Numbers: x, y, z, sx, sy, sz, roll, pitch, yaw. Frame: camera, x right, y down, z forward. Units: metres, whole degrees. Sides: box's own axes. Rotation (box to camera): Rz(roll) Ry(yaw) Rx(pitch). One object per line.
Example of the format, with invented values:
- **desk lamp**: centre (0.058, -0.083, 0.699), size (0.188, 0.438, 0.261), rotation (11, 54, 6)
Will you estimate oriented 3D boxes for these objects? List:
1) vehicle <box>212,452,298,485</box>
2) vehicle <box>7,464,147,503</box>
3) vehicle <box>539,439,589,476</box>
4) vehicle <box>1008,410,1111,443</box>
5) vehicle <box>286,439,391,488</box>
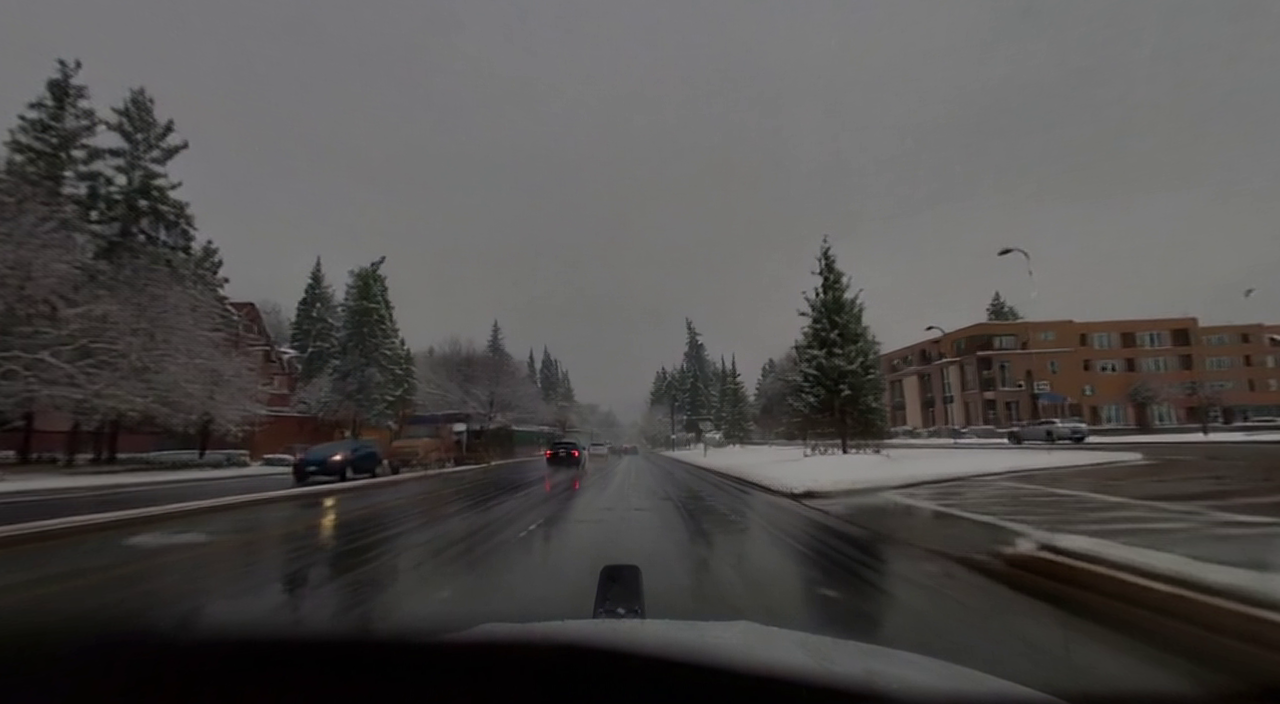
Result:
- **vehicle**: centre (-23.163, 7.008, 38.265), size (2.059, 1.783, 4.824), rotation (-1, -8, 1)
- **vehicle**: centre (-26.304, 6.116, 29.685), size (1.812, 1.507, 4.428), rotation (-5, -10, 30)
- **vehicle**: centre (-3.803, 5.359, 32.253), size (1.959, 1.741, 4.141), rotation (-1, -8, 1)
- **vehicle**: centre (25.098, 4.566, 38.148), size (2.195, 1.814, 5.872), rotation (-1, -8, 0)
- **vehicle**: centre (-12.226, 4.527, 26.050), size (2.071, 1.817, 4.634), rotation (0, -8, -1)
